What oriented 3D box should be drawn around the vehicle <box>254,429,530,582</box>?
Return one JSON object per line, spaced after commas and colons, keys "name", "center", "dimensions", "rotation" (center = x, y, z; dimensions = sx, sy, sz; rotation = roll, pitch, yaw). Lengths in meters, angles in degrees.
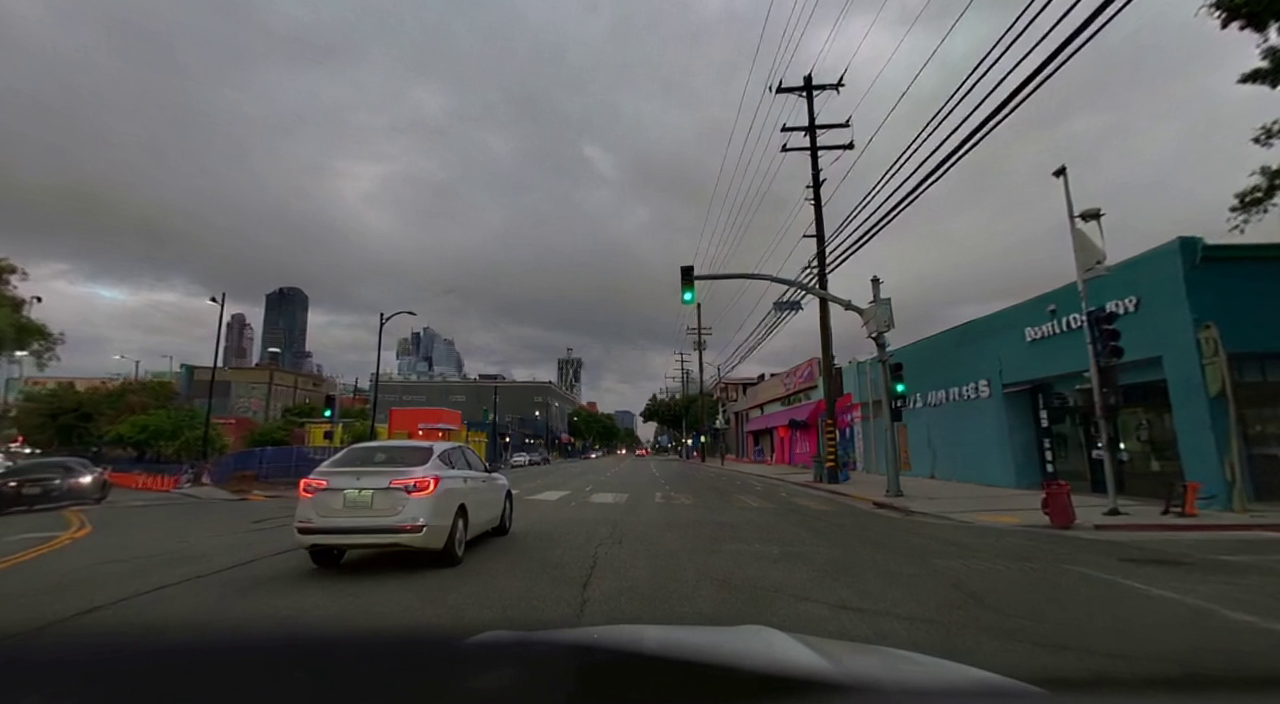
{"name": "vehicle", "center": [-3.020, 1.959, 8.979], "dimensions": [2.036, 1.589, 4.549], "rotation": [0, -8, 0]}
